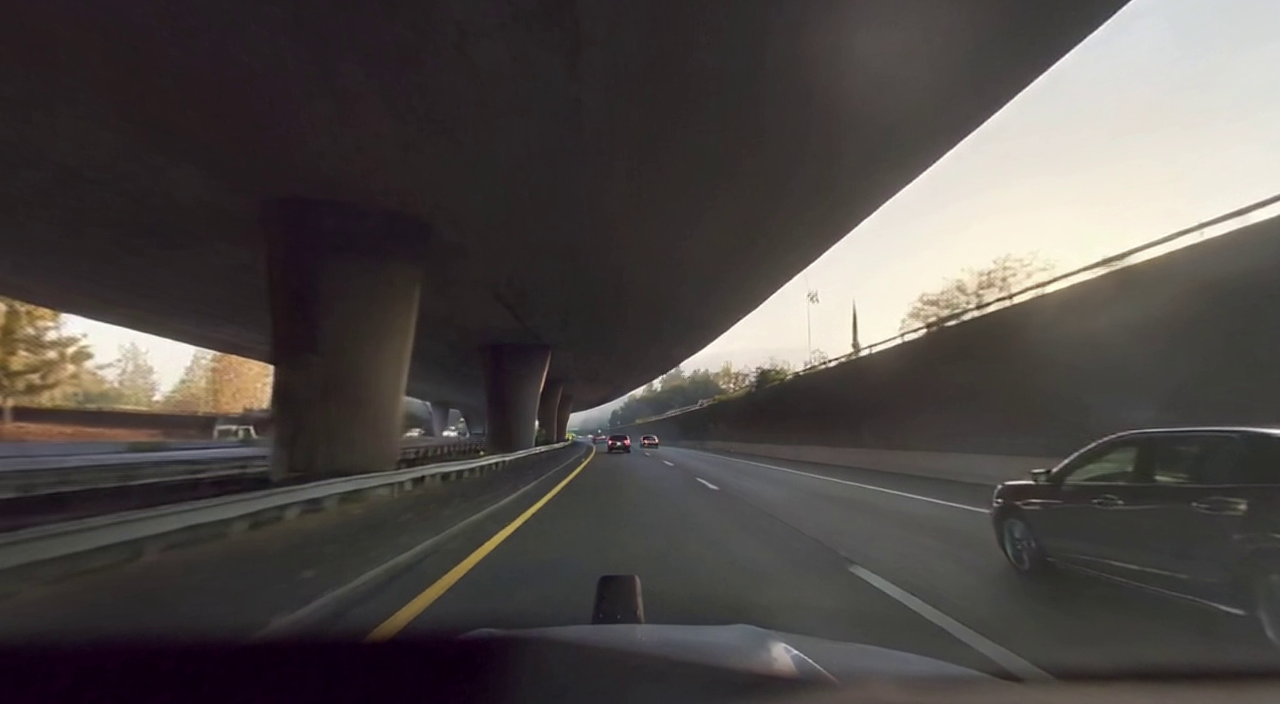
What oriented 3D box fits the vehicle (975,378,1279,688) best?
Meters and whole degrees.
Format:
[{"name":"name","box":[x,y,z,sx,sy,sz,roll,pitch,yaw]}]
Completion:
[{"name":"vehicle","box":[4.060,1.006,3.911,1.852,1.513,3.652,0,-8,-1]}]

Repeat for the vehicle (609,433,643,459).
[{"name":"vehicle","box":[-0.906,5.791,39.002,1.998,1.512,3.735,1,-8,-2]}]
